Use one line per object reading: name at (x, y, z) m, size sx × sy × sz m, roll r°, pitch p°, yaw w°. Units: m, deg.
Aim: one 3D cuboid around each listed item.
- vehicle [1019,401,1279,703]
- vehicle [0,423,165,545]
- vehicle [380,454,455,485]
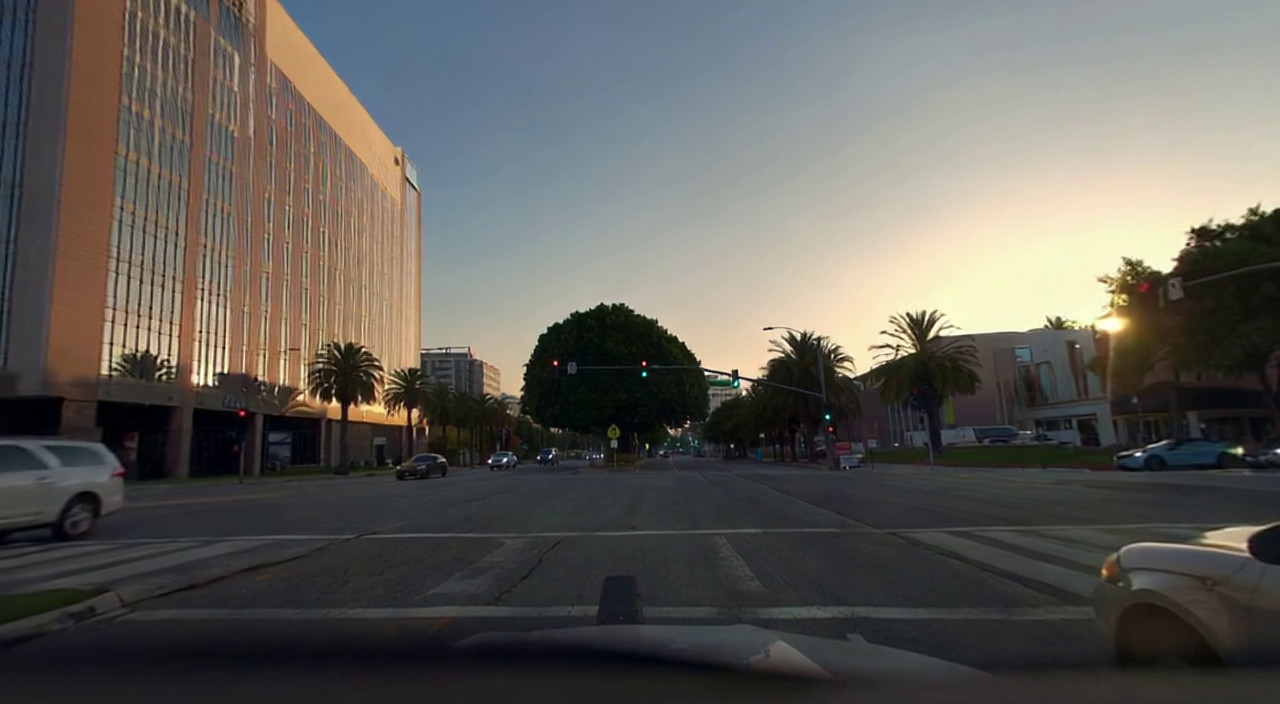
vehicle at (3.240, 0.736, 1.042) m, size 2.106 × 1.472 × 4.854 m, roll 0°, pitch -9°, yaw -2°
vehicle at (-12.468, 2.389, 11.497) m, size 2.614 × 2.104 × 6.364 m, roll -1°, pitch -9°, yaw 1°
vehicle at (-11.894, 6.294, 34.164) m, size 2.145 × 1.504 × 4.857 m, roll -1°, pitch -9°, yaw 2°
